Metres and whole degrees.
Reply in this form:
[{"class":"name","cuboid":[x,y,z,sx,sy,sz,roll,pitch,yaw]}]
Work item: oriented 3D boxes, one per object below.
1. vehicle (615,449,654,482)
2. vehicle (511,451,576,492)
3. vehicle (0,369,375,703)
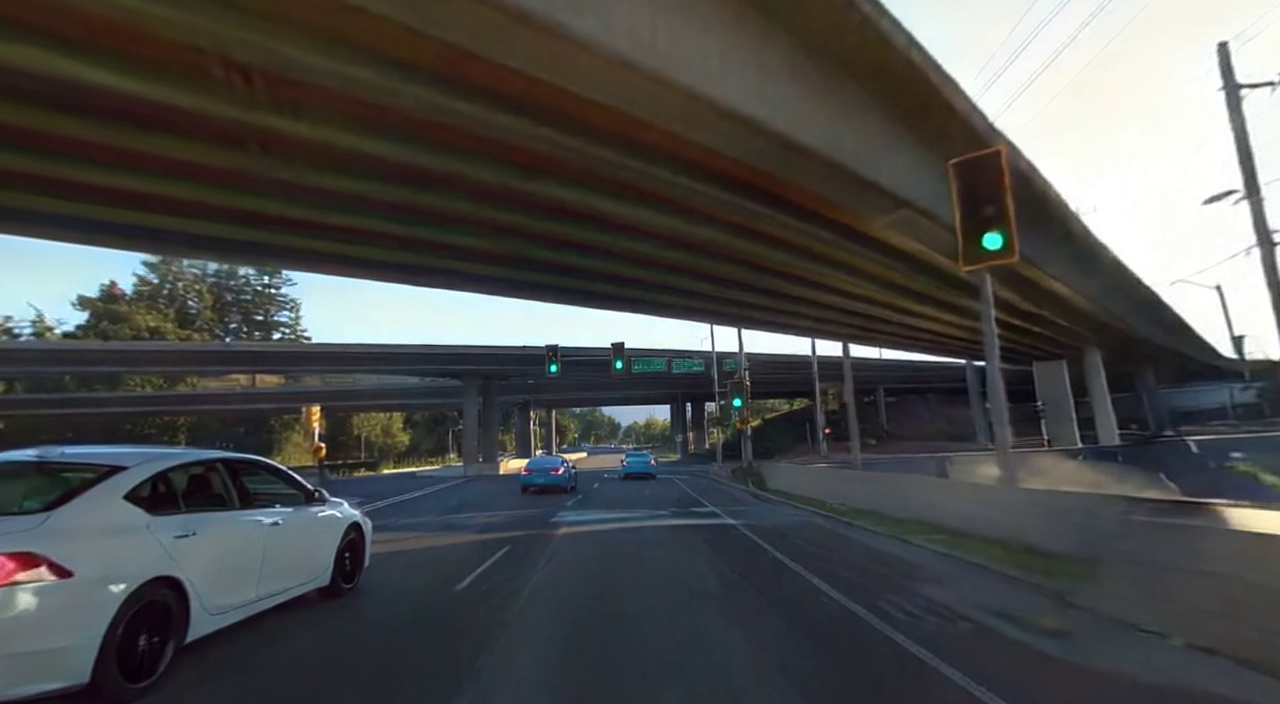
[{"class":"vehicle","cuboid":[-0.321,5.991,33.664,1.985,1.565,3.968,0,-8,-1]},{"class":"vehicle","cuboid":[-3.754,4.735,25.368,1.946,1.437,4.154,0,-8,0]},{"class":"vehicle","cuboid":[-3.489,1.102,3.773,1.925,1.666,4.271,0,-8,0]}]
